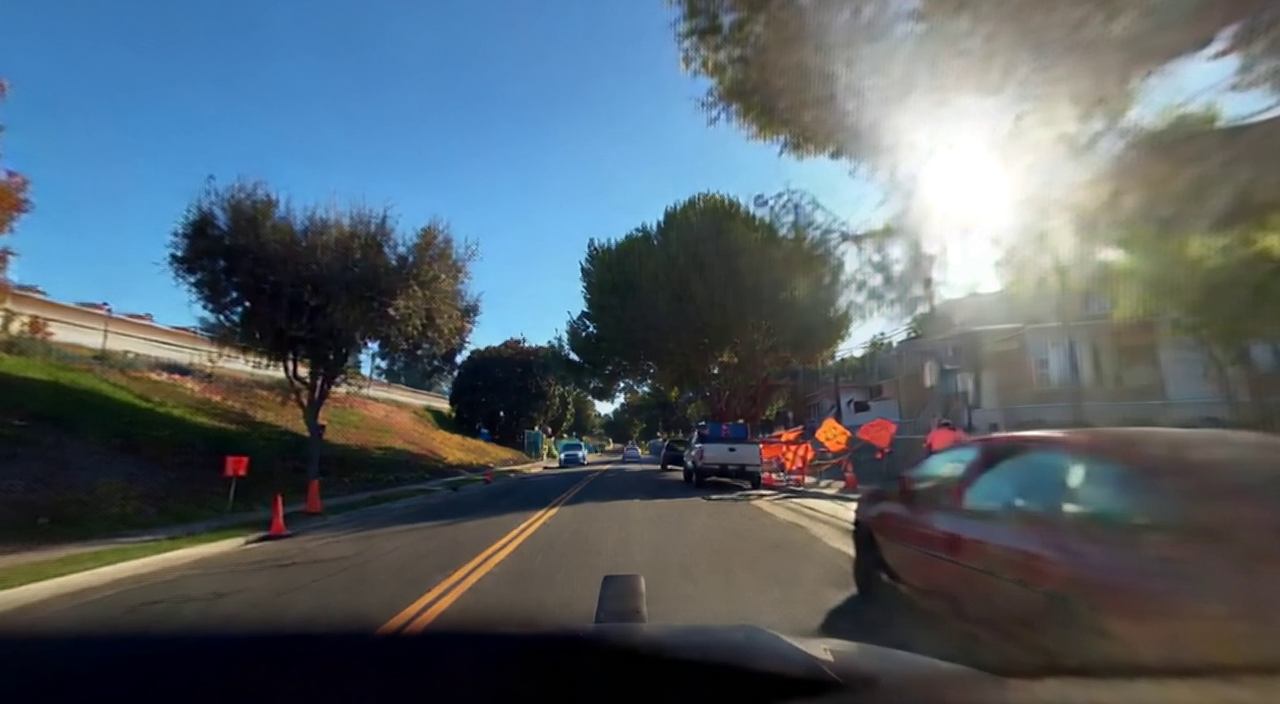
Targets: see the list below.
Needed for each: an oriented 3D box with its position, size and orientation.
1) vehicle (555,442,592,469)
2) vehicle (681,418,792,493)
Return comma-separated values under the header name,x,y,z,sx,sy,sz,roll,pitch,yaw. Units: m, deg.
name,x,y,z,sx,sy,sz,roll,pitch,yaw
vehicle,-4.539,7.138,43.643,2.078,1.716,4.367,0,-9,0
vehicle,2.940,3.408,21.127,2.759,2.114,6.152,0,-9,0
